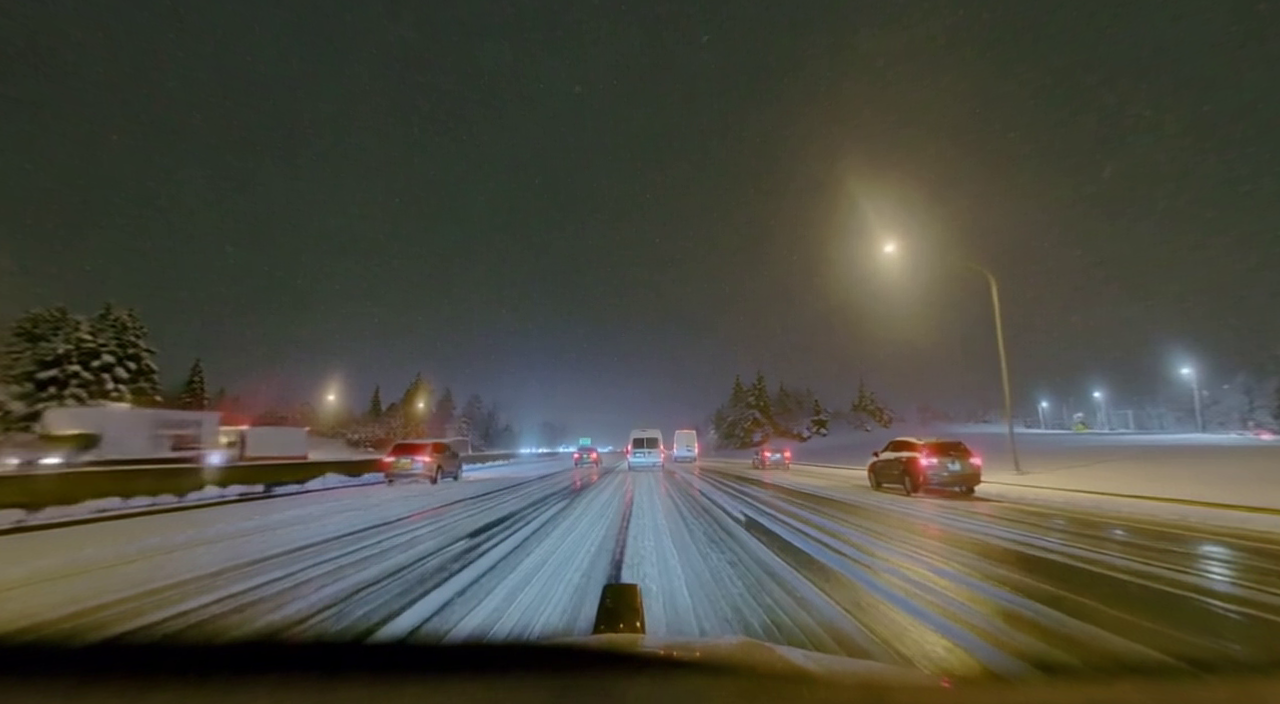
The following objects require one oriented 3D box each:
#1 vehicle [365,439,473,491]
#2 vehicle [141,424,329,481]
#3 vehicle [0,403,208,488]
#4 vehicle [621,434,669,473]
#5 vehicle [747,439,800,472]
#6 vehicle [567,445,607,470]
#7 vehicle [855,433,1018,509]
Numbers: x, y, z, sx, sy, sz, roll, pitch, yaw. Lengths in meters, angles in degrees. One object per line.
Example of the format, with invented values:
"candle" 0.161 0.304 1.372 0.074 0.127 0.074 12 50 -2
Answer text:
"vehicle" -7.636 3.930 22.290 2.108 1.619 4.548 0 -9 1
"vehicle" -26.150 6.657 42.366 2.847 3.131 14.554 0 -8 1
"vehicle" -26.318 4.680 31.594 3.029 3.643 8.425 0 -9 1
"vehicle" 0.278 5.732 35.691 2.509 2.062 4.639 0 -9 0
"vehicle" 8.027 6.279 38.377 2.147 1.808 5.243 0 -9 0
"vehicle" -3.484 7.085 42.523 2.173 1.542 4.781 0 -9 2
"vehicle" 7.463 3.025 16.480 2.146 1.678 4.489 0 -9 1
